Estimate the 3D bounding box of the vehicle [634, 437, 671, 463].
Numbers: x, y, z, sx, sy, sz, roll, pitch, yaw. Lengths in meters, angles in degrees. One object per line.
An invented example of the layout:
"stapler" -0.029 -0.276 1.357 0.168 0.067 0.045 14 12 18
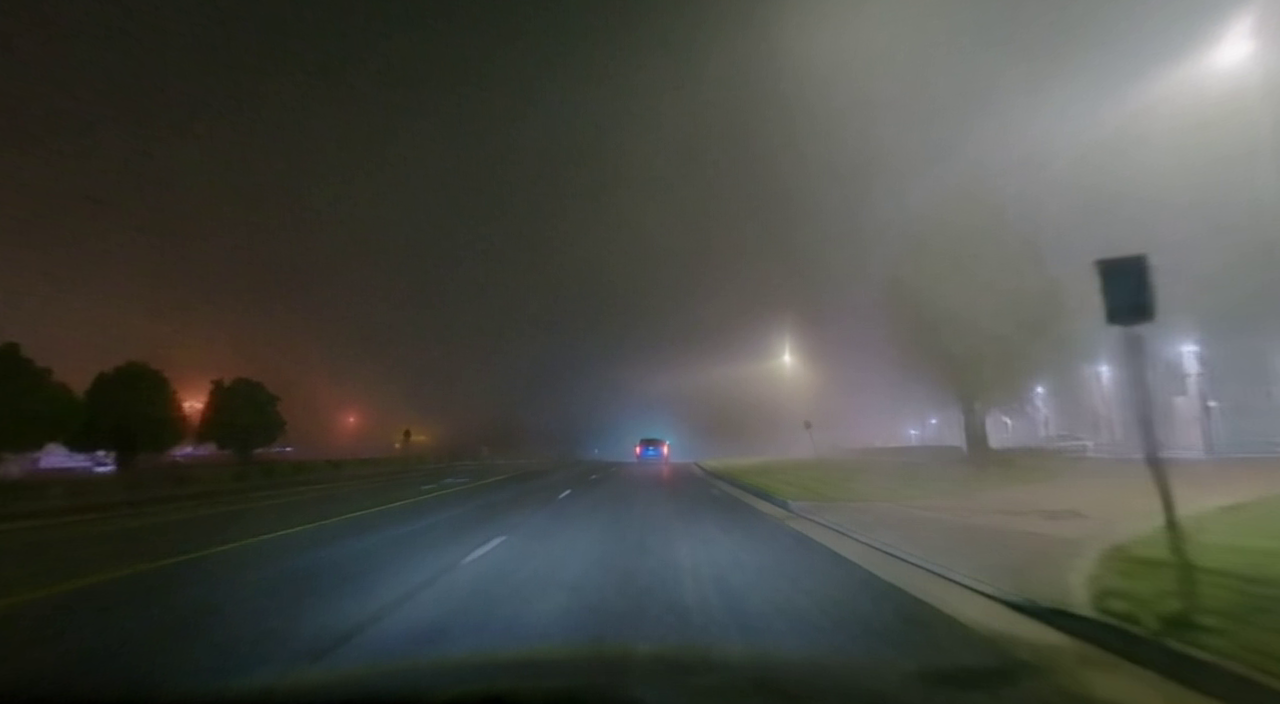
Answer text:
"vehicle" 0.963 7.180 46.297 2.370 1.781 4.440 -1 -9 5
